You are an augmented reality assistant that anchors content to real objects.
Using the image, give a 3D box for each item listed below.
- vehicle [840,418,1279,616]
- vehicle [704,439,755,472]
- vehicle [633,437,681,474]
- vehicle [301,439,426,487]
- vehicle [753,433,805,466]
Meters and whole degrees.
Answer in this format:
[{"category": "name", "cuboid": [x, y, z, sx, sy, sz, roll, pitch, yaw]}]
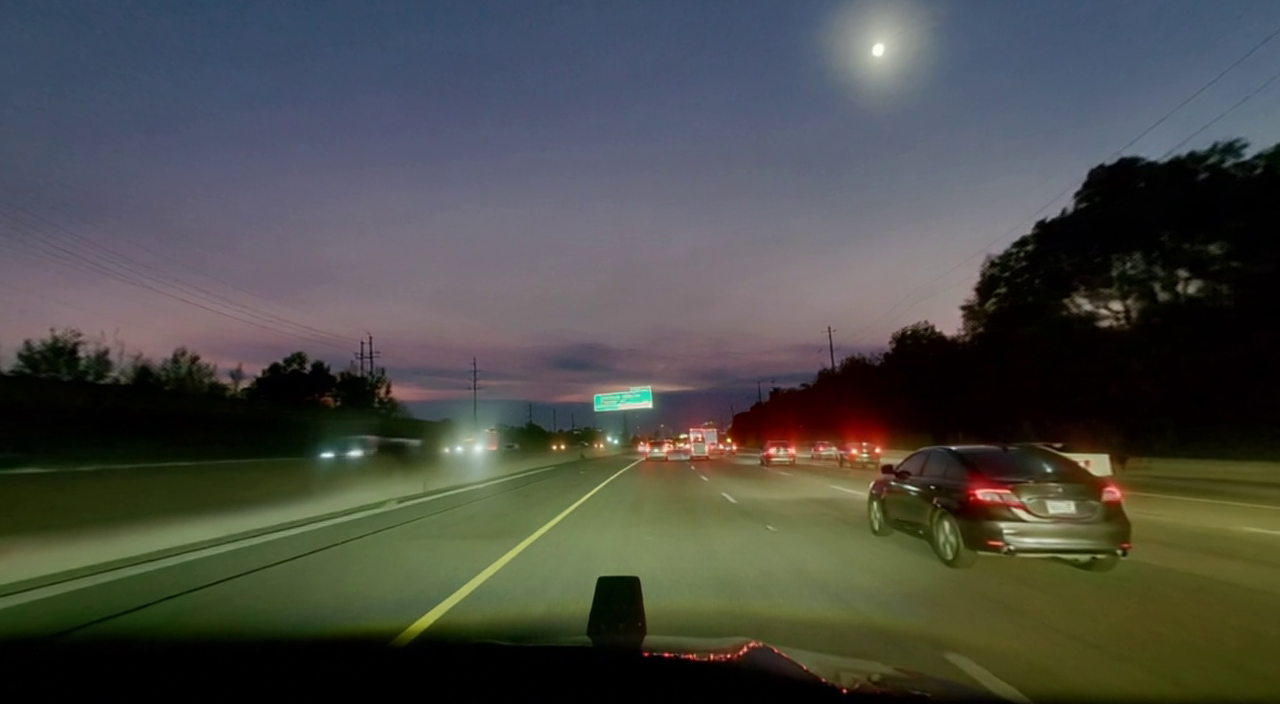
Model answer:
[{"category": "vehicle", "cuboid": [3.959, 1.571, 7.024, 1.986, 1.478, 4.429, 0, -8, 0]}, {"category": "vehicle", "cuboid": [4.267, 5.023, 30.746, 1.936, 1.465, 4.060, 0, -8, 1]}, {"category": "vehicle", "cuboid": [0.741, 4.728, 28.968, 2.042, 1.581, 3.769, 0, -8, 0]}, {"category": "vehicle", "cuboid": [-9.587, 3.863, 22.409, 2.108, 1.501, 4.726, 0, -8, 3]}, {"category": "vehicle", "cuboid": [8.145, 5.734, 37.341, 2.041, 1.821, 4.562, 0, -8, 0]}]
